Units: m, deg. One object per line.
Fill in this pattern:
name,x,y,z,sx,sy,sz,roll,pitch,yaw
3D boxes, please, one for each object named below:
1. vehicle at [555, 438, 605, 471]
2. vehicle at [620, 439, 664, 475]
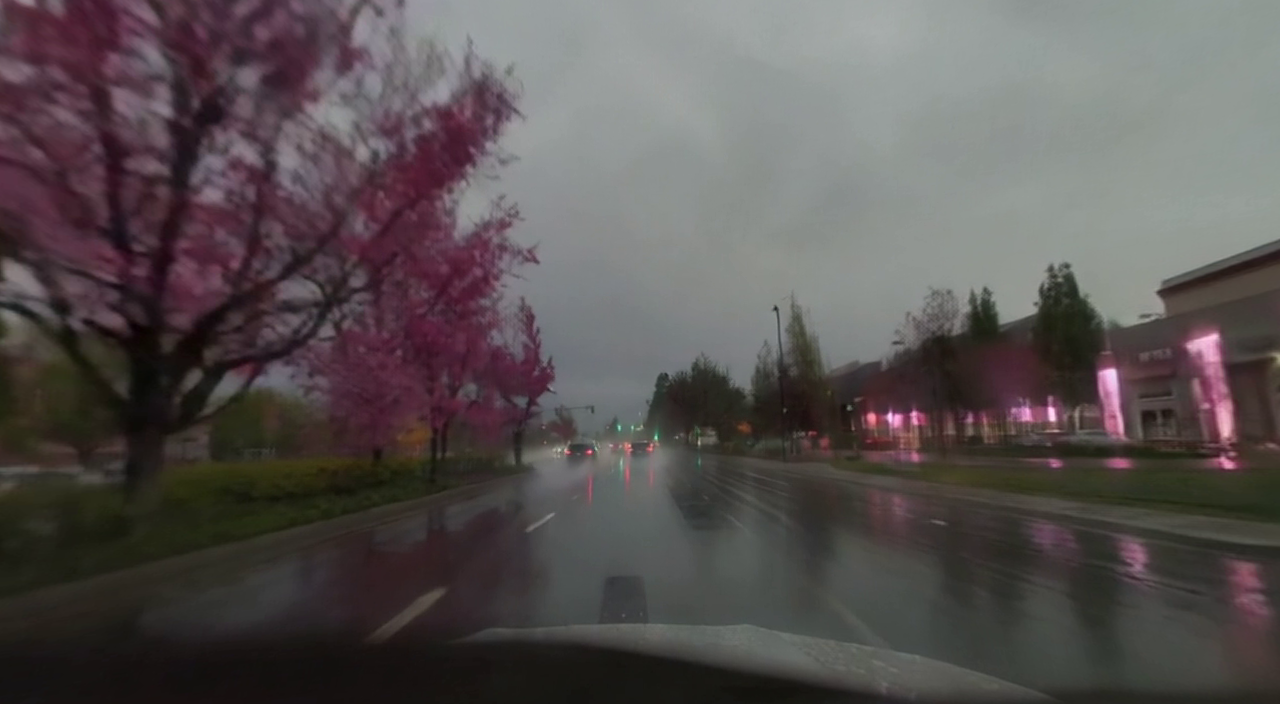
vehicle,-3.470,6.071,37.491,2.453,1.844,4.751,0,-8,1
vehicle,0.136,5.426,32.654,2.149,1.701,4.379,0,-8,1
